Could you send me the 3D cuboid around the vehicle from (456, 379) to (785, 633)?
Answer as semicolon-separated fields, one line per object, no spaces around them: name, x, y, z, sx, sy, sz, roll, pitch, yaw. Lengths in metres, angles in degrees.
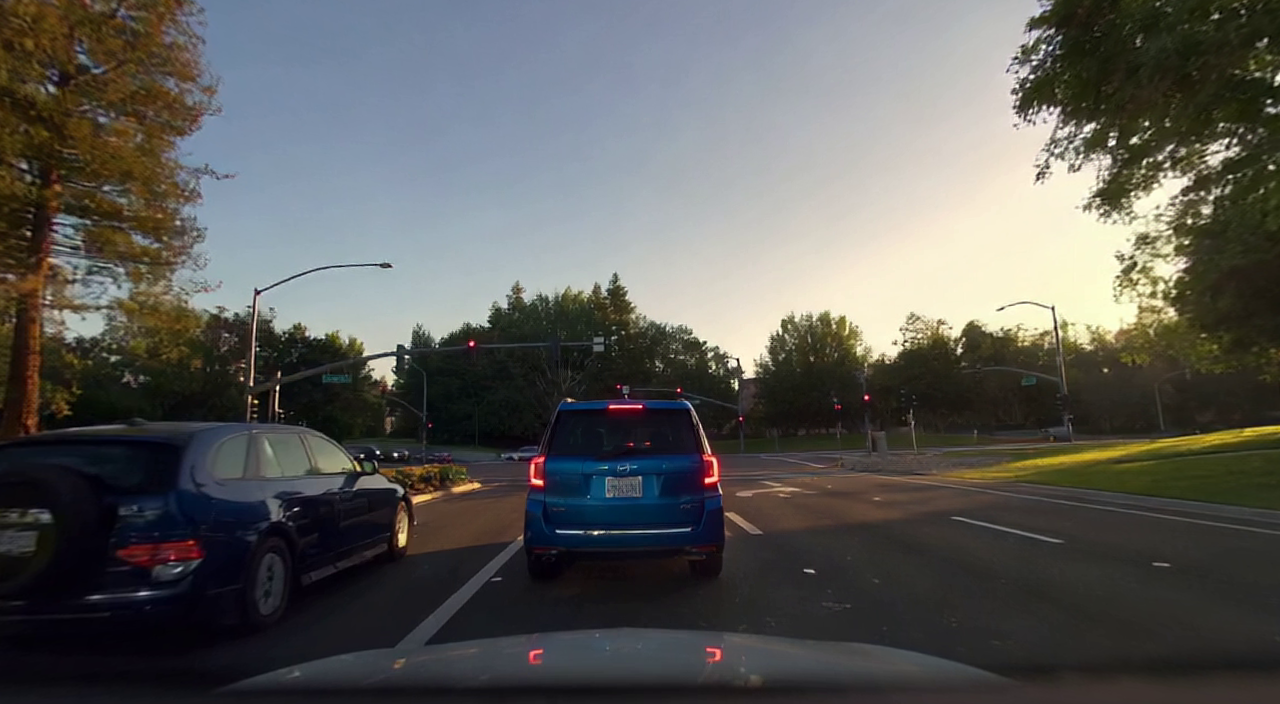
vehicle;-0.166;1.380;6.573;2.298;1.770;4.138;0;-8;-1

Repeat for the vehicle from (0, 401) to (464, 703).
vehicle;-3.308;1.362;5.552;2.061;1.504;5.142;0;-8;0
